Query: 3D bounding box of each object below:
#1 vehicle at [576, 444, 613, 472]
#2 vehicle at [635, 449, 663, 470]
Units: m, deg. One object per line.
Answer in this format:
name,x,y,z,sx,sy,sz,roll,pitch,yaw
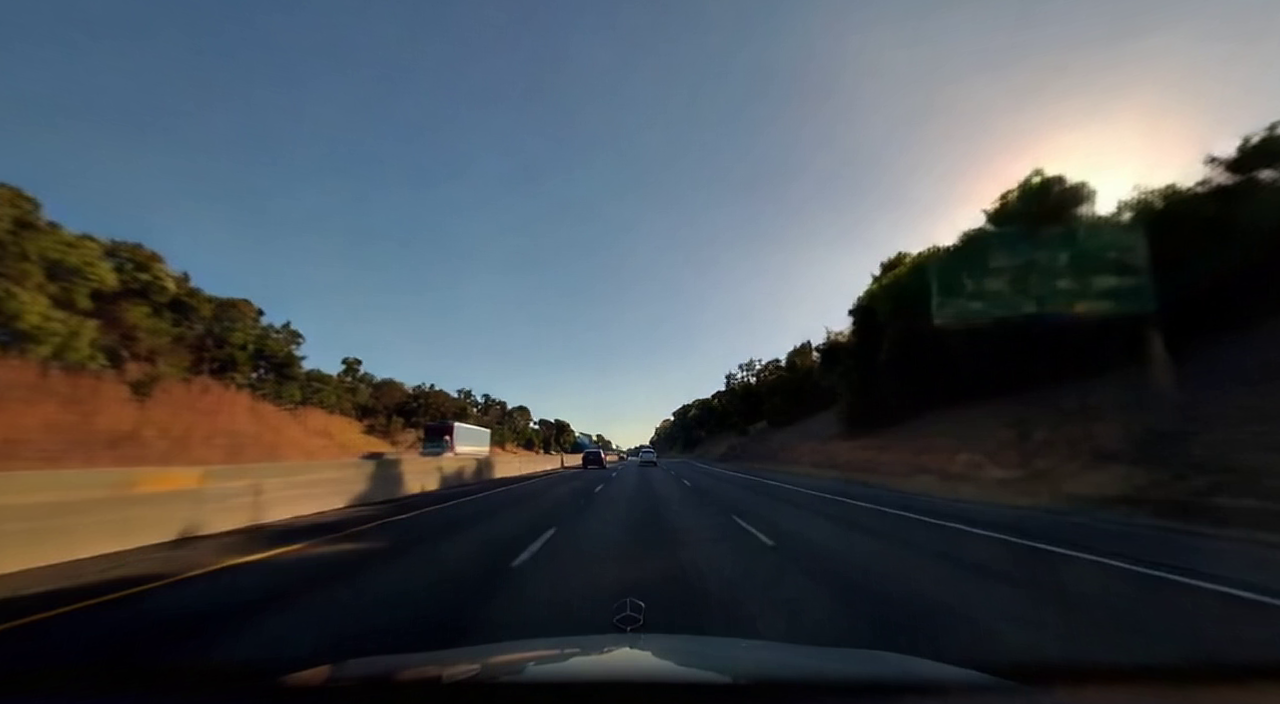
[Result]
vehicle,-3.056,7.252,43.263,2.143,1.770,4.283,0,-9,1
vehicle,0.696,8.207,48.141,2.036,1.519,4.225,0,-9,0
